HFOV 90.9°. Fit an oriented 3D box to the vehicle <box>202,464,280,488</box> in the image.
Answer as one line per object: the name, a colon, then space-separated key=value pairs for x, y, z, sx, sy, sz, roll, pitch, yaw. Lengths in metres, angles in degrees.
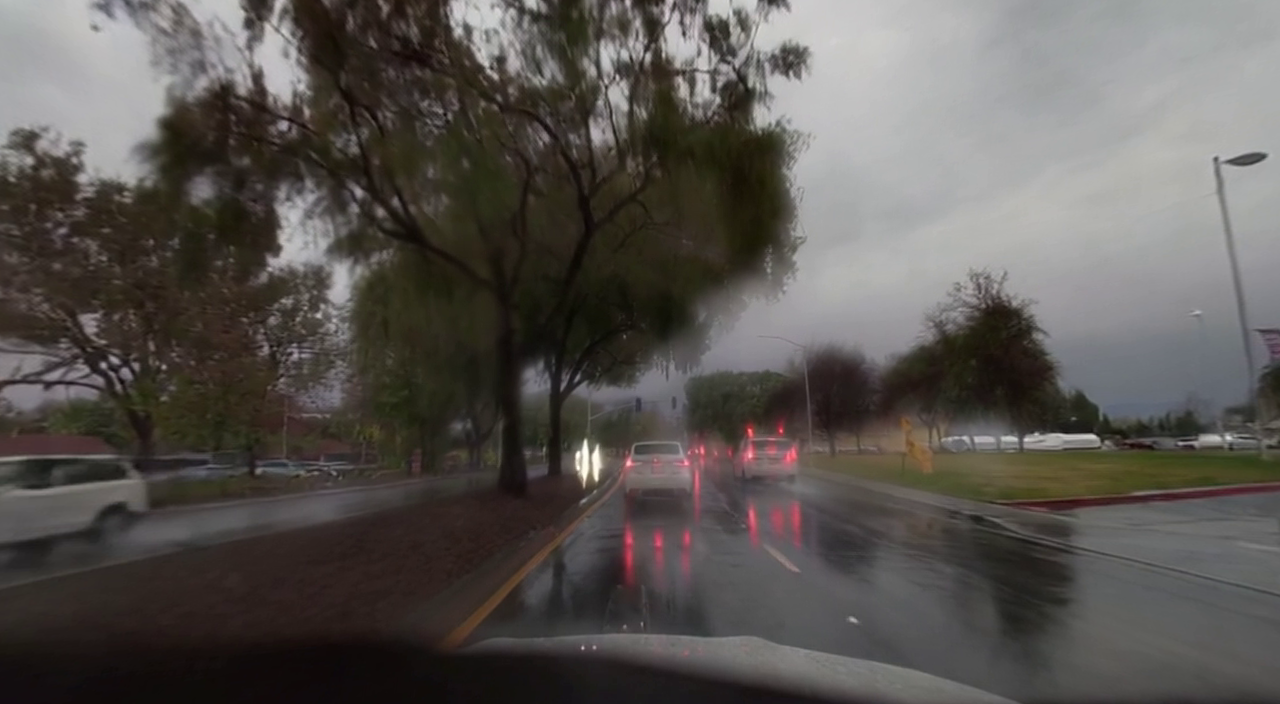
vehicle: x=-26.292 y=8.180 z=41.582 sx=4.011 sy=1.473 sz=1.913 roll=-2 pitch=-9 yaw=9

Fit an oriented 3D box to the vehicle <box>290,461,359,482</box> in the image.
vehicle: x=-24.406 y=9.275 z=48.861 sx=4.374 sy=1.502 sz=1.925 roll=-1 pitch=-8 yaw=6

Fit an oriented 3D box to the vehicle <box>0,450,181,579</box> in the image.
vehicle: x=-8.159 y=1.964 z=7.706 sx=1.773 sy=1.449 sz=4.322 roll=-2 pitch=-9 yaw=1

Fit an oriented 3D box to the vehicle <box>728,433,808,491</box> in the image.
vehicle: x=4.450 y=3.909 z=22.807 sx=1.953 sy=1.818 sz=5.299 roll=-1 pitch=-8 yaw=2

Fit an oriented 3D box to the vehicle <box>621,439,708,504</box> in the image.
vehicle: x=0.672 y=3.291 z=17.841 sx=2.154 sy=1.585 sz=3.997 roll=-1 pitch=-8 yaw=2
